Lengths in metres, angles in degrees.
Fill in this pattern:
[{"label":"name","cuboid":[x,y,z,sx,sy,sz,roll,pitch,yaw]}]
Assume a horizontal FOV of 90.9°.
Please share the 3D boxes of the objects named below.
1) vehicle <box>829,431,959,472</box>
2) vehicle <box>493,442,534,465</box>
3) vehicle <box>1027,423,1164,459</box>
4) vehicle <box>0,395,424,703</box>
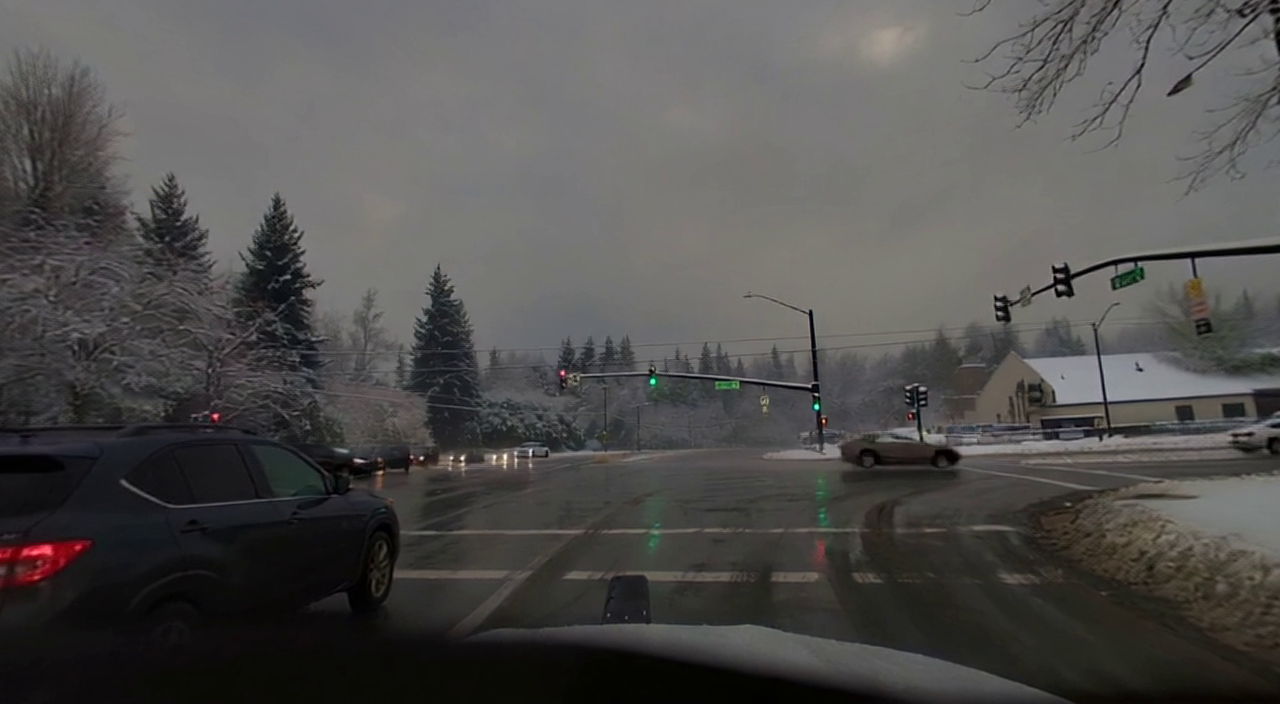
[{"label":"vehicle","cuboid":[9.546,3.774,24.053,4.364,1.450,1.841,-3,-9,17]},{"label":"vehicle","cuboid":[-9.707,7.833,48.784,1.905,1.724,4.449,-1,-8,5]},{"label":"vehicle","cuboid":[19.940,3.918,27.727,4.552,1.492,2.002,0,-9,-4]},{"label":"vehicle","cuboid":[-2.935,1.069,3.195,1.924,1.482,4.734,0,-8,1]}]
